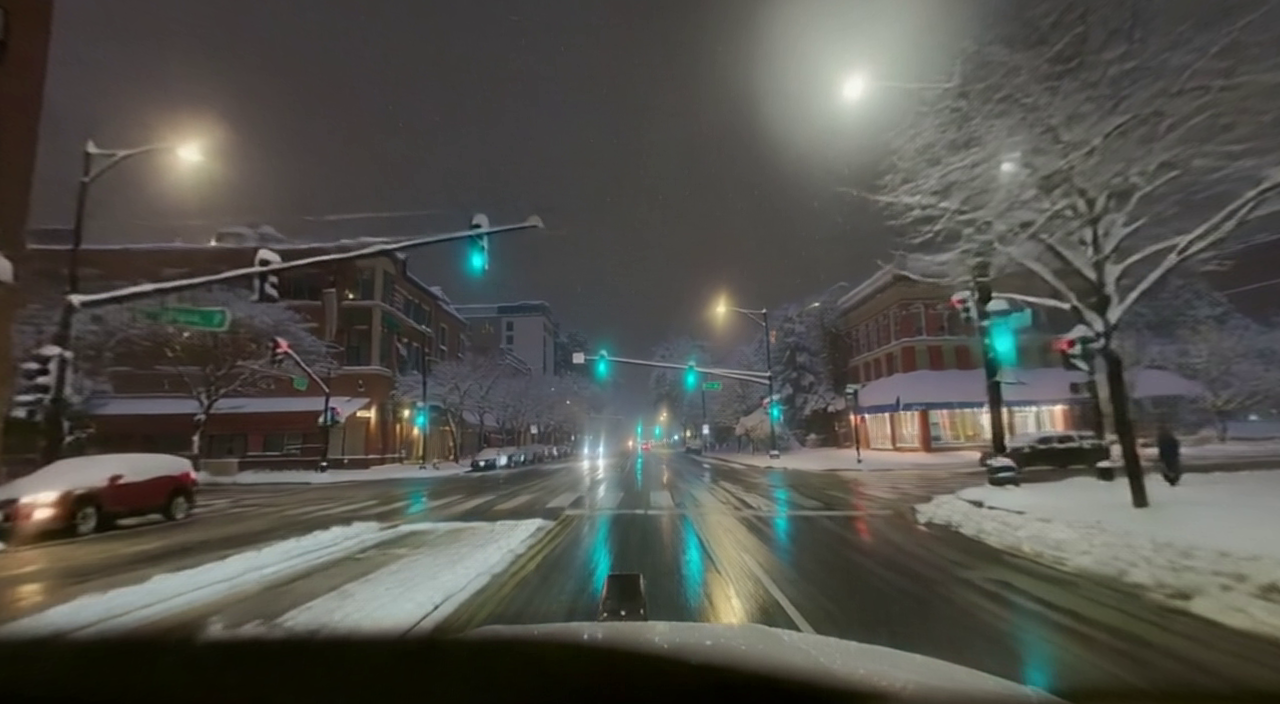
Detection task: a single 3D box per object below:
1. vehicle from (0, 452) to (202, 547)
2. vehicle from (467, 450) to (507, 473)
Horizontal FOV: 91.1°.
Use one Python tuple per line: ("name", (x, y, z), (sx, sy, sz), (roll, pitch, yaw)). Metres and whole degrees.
("vehicle", (-12.119, 3.114, 13.834), (1.956, 1.624, 4.186), (-3, -8, 0))
("vehicle", (-11.794, 8.470, 48.731), (1.910, 1.511, 4.565), (-1, -7, 1))
